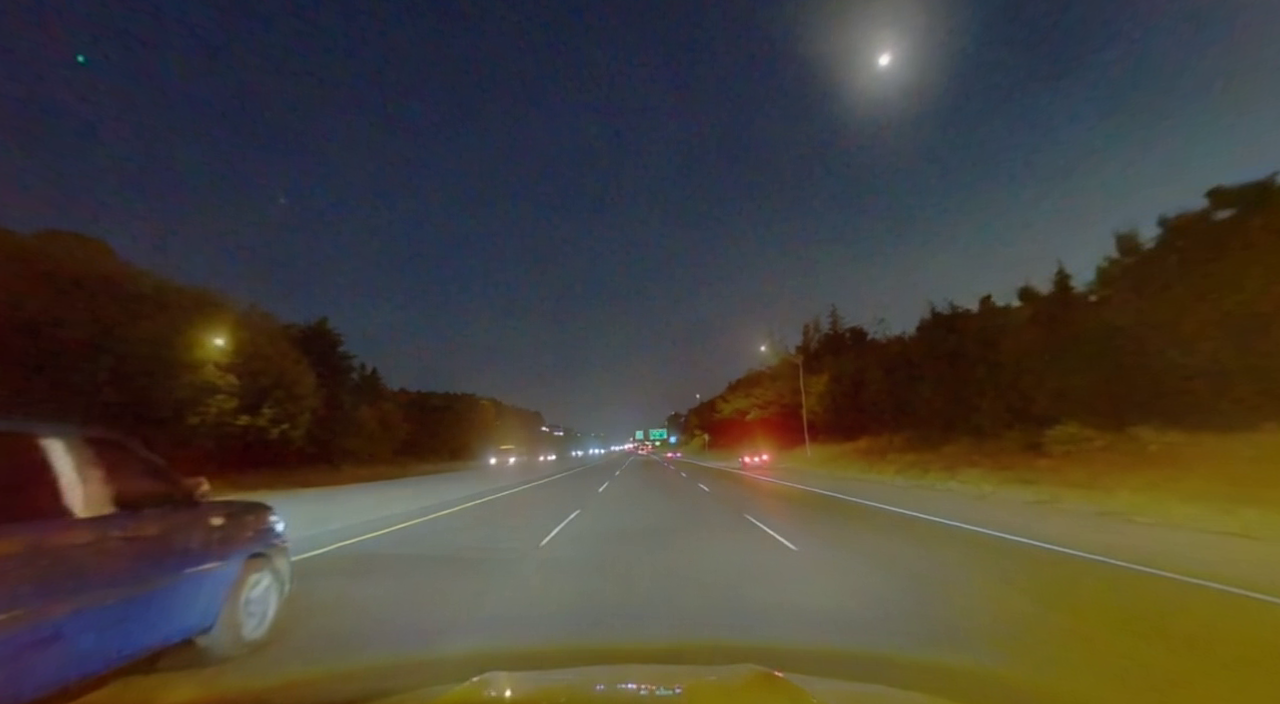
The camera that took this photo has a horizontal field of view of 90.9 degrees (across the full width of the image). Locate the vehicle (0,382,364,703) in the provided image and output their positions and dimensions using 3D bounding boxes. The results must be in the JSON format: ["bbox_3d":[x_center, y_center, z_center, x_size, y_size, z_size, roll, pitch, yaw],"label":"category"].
[{"bbox_3d":[-3.349,0.990,2.847,2.191,1.563,4.318,0,-9,1],"label":"vehicle"}]

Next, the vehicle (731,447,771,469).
[{"bbox_3d":[7.806,7.504,44.786,1.943,1.493,4.507,0,-9,-1],"label":"vehicle"}]
